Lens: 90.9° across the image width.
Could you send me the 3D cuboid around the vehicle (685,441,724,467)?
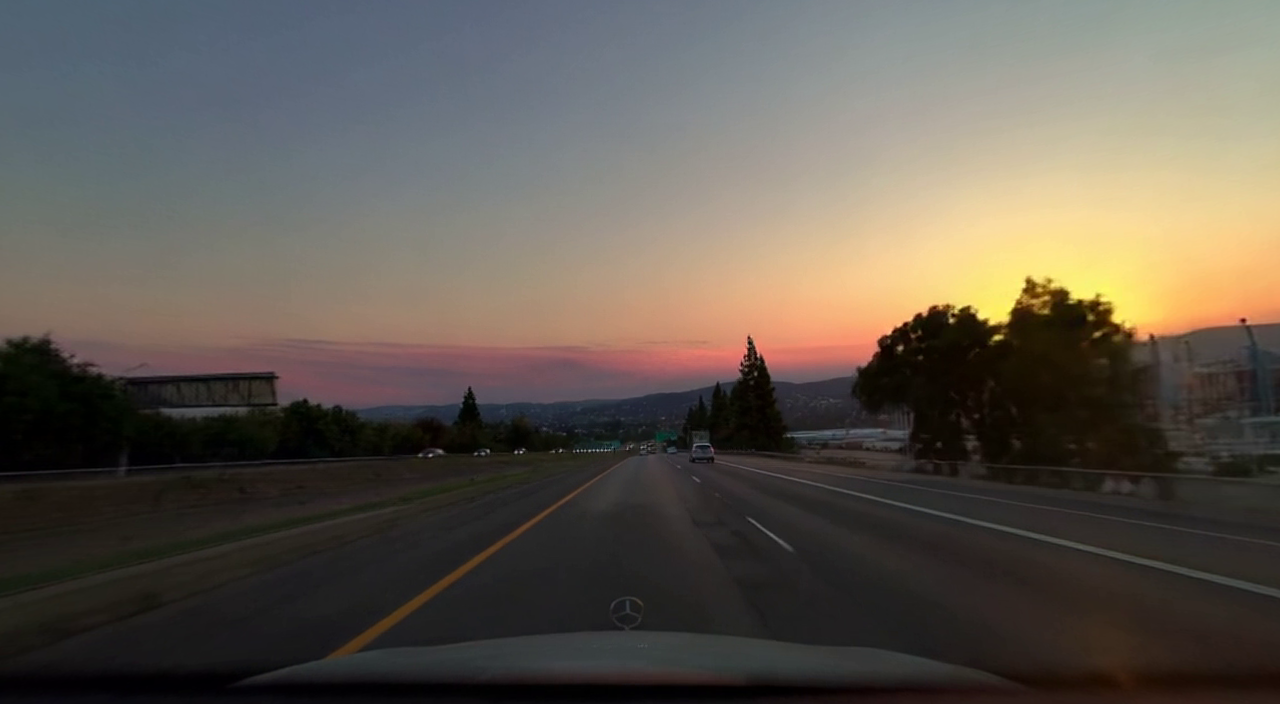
[{"bbox_3d":[4.084,6.539,40.635,2.062,1.518,4.026,0,-8,0],"label":"vehicle"}]
